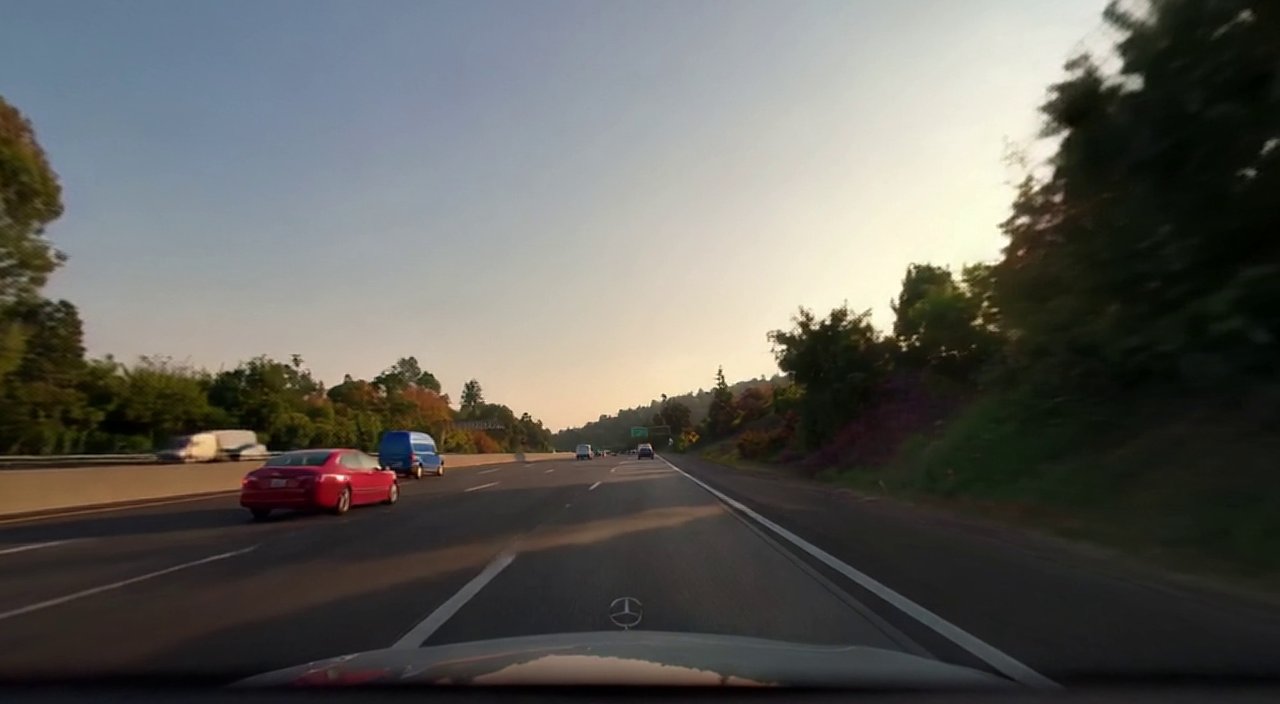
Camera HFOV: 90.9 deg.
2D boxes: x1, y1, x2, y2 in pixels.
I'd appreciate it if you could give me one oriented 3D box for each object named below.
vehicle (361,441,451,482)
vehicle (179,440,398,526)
[{"bbox_3d":[-10.887,5.128,29.814,2.249,1.735,5.018,0,-8,1],"label":"vehicle"},{"bbox_3d":[-7.158,2.680,13.608,1.981,1.486,4.735,0,-8,0],"label":"vehicle"}]
